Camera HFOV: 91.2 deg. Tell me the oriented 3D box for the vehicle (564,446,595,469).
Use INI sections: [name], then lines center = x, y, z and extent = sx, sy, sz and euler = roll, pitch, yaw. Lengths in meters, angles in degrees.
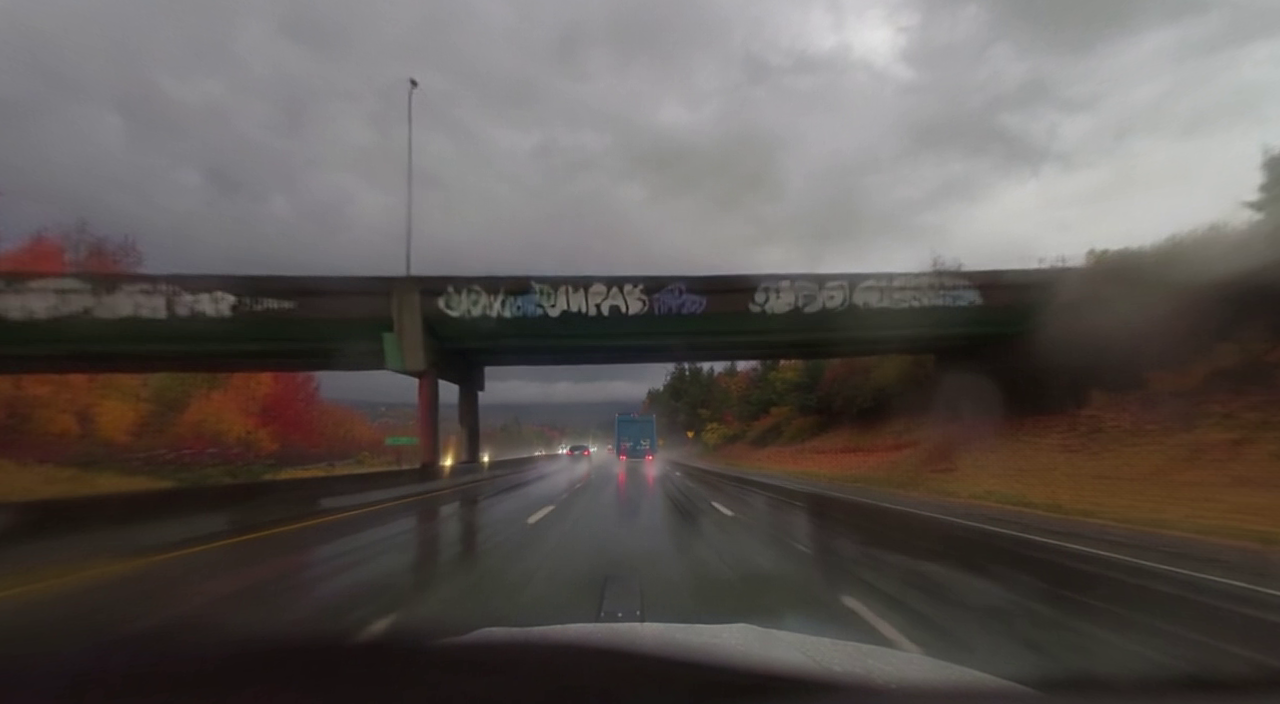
[vehicle]
center = -4.336, 7.611, 45.357
extent = 1.892, 1.529, 3.996
euler = 0, -9, -1
